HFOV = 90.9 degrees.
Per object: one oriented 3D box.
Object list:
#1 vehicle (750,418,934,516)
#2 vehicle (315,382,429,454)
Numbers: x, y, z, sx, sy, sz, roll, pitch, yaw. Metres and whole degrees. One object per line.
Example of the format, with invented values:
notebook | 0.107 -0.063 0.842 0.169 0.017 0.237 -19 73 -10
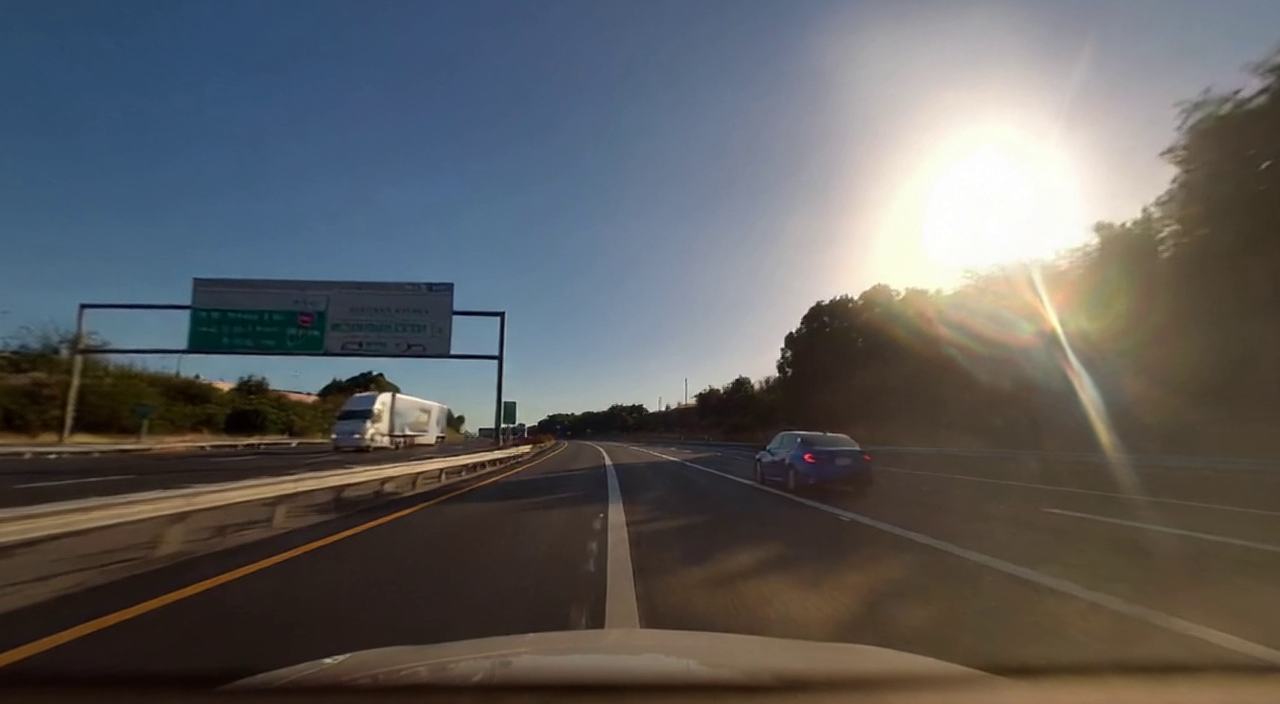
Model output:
vehicle | 3.737 2.192 12.611 1.997 1.589 4.179 1 -8 -5
vehicle | -15.686 4.139 38.135 2.909 3.700 10.842 0 -8 -5
